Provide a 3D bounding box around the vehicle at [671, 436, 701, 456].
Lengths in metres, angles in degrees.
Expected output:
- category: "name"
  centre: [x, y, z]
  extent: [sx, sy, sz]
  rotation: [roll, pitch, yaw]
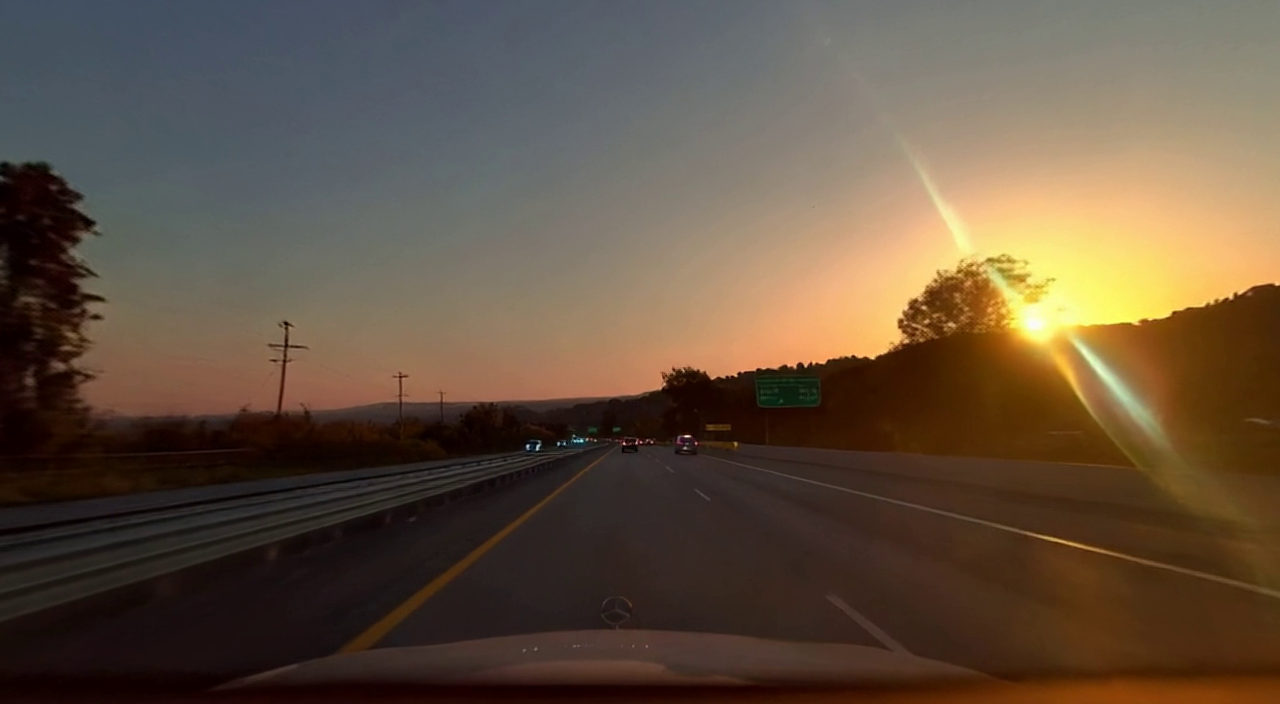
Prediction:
- category: "vehicle"
  centre: [3.594, 7.421, 49.878]
  extent: [1.995, 1.490, 3.857]
  rotation: [0, -8, -1]
